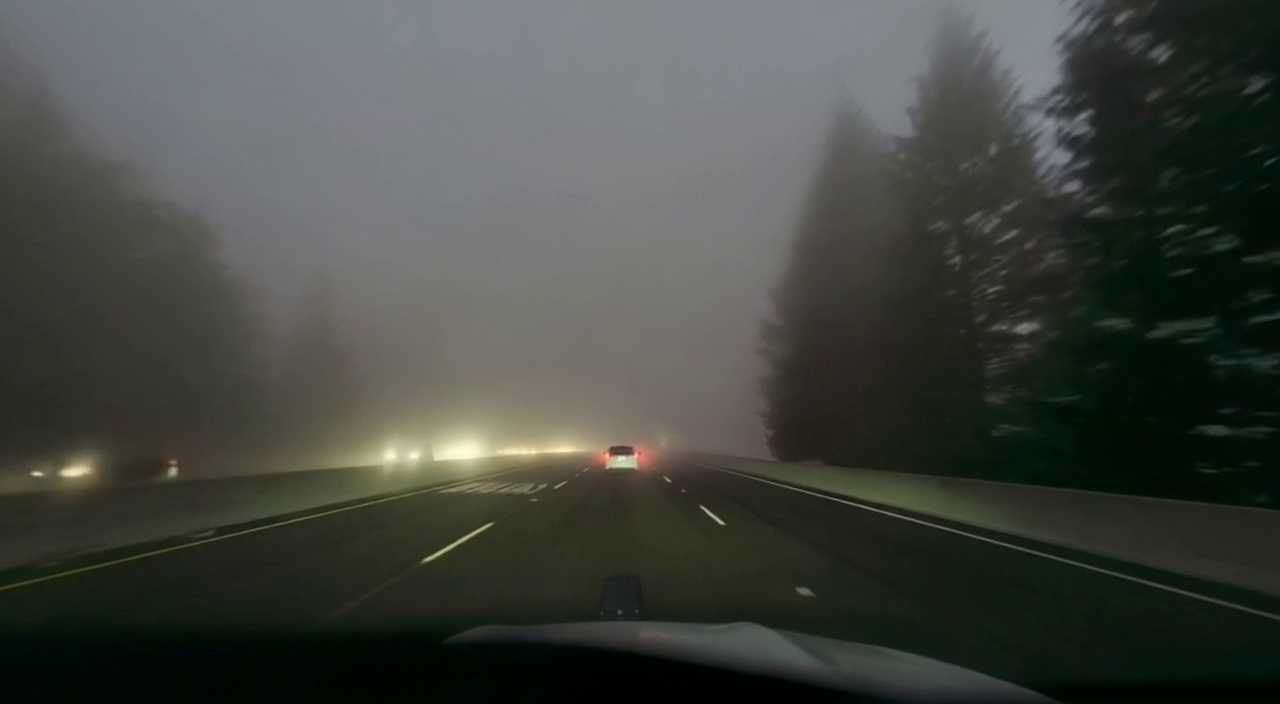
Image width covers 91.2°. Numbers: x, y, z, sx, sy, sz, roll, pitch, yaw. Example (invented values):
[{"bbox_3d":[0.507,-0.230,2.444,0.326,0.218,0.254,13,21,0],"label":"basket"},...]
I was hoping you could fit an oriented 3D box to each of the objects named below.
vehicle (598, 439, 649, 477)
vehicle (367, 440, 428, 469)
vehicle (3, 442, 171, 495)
[{"bbox_3d":[-0.728,4.693,27.945,2.095,1.537,4.017,0,-9,-1],"label":"vehicle"},{"bbox_3d":[-13.584,5.787,35.356,1.869,1.513,4.031,0,-9,-1],"label":"vehicle"},{"bbox_3d":[-17.901,3.759,20.593,1.843,1.521,4.015,0,-9,-1],"label":"vehicle"}]
